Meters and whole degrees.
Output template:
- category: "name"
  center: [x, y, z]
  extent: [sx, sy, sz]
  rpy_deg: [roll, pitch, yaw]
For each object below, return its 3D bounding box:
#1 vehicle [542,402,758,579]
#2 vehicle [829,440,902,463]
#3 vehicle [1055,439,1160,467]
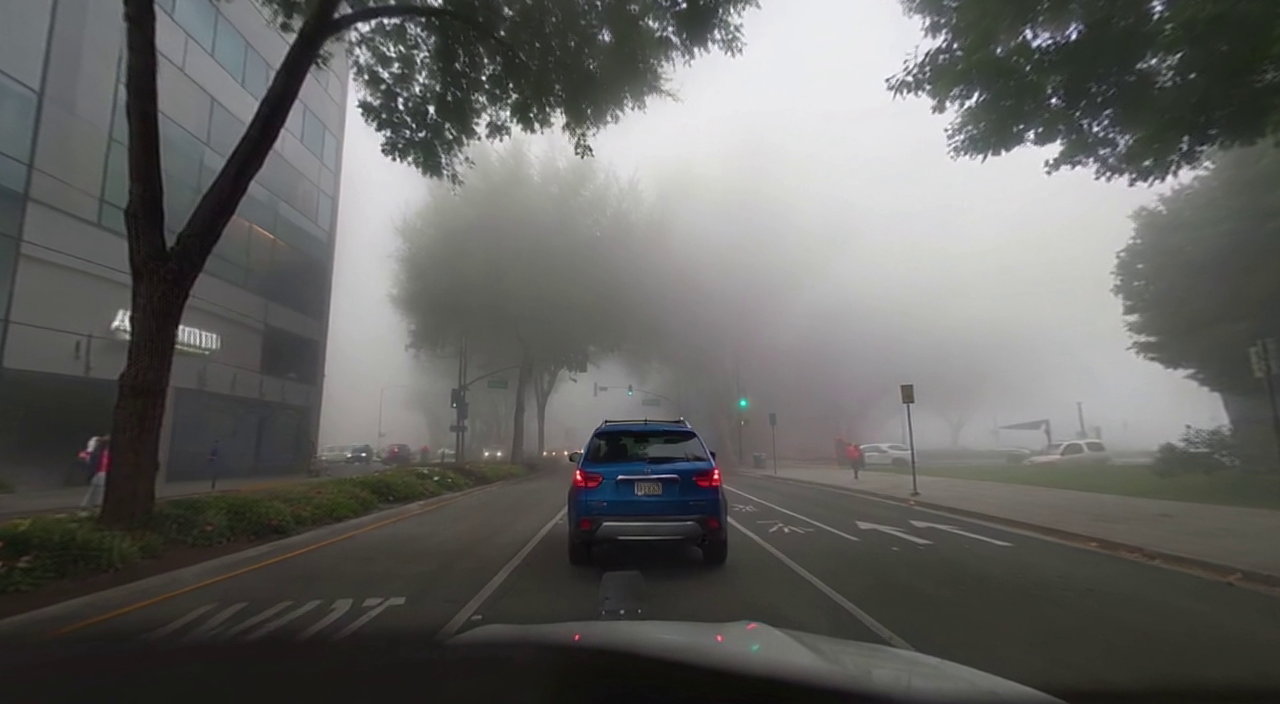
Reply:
- category: "vehicle"
  center: [0.007, 1.698, 8.490]
  extent: [2.183, 1.765, 4.059]
  rpy_deg: [0, -8, -3]
- category: "vehicle"
  center: [15.916, 7.048, 44.678]
  extent: [4.422, 1.563, 1.751]
  rpy_deg: [0, -8, -2]
- category: "vehicle"
  center: [27.827, 6.006, 37.709]
  extent: [4.571, 1.558, 2.171]
  rpy_deg: [0, -8, -2]
